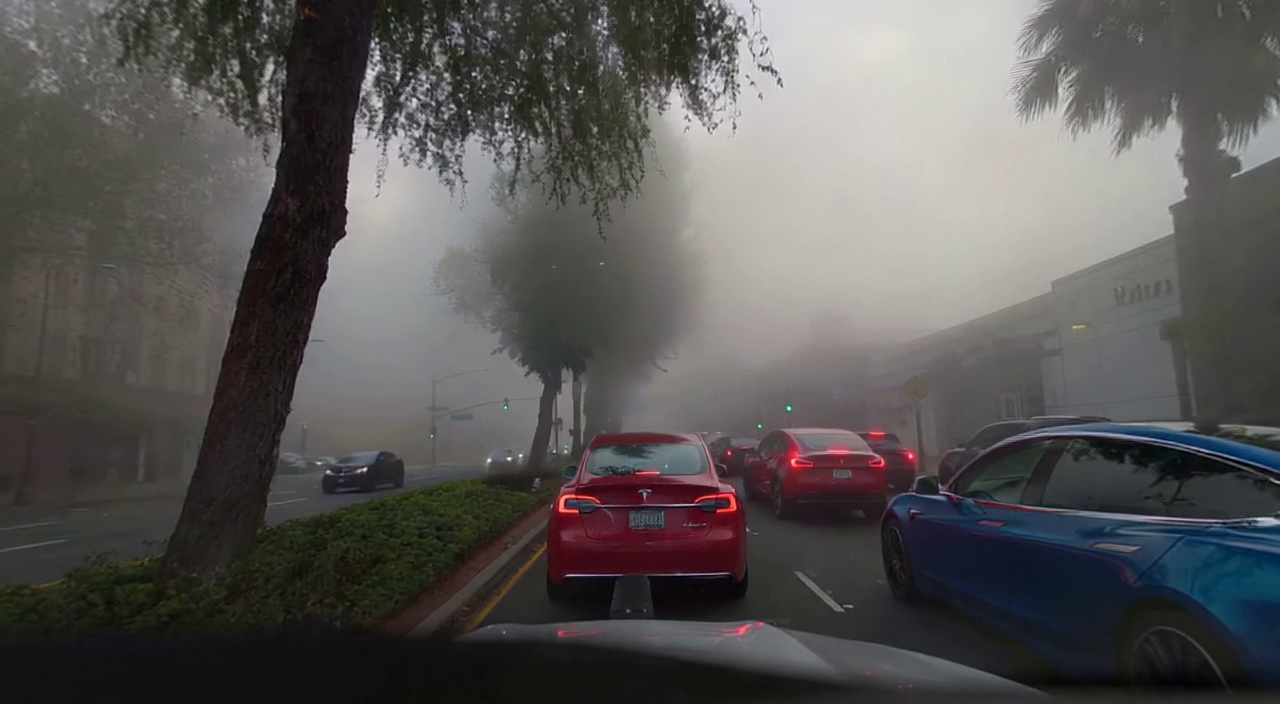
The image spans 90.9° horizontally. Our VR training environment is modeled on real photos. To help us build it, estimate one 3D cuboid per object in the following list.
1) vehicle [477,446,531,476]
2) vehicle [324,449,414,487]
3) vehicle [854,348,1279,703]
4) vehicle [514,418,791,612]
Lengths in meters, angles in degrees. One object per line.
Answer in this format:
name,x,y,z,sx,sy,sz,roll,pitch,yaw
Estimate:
vehicle,-7.510,6.040,35.184,1.979,1.490,4.225,0,-8,1
vehicle,-11.745,5.010,27.658,1.892,1.479,4.355,0,-8,2
vehicle,3.188,1.101,4.061,2.038,1.651,4.455,0,-8,0
vehicle,0.105,1.560,6.926,2.137,1.488,3.938,0,-8,0
